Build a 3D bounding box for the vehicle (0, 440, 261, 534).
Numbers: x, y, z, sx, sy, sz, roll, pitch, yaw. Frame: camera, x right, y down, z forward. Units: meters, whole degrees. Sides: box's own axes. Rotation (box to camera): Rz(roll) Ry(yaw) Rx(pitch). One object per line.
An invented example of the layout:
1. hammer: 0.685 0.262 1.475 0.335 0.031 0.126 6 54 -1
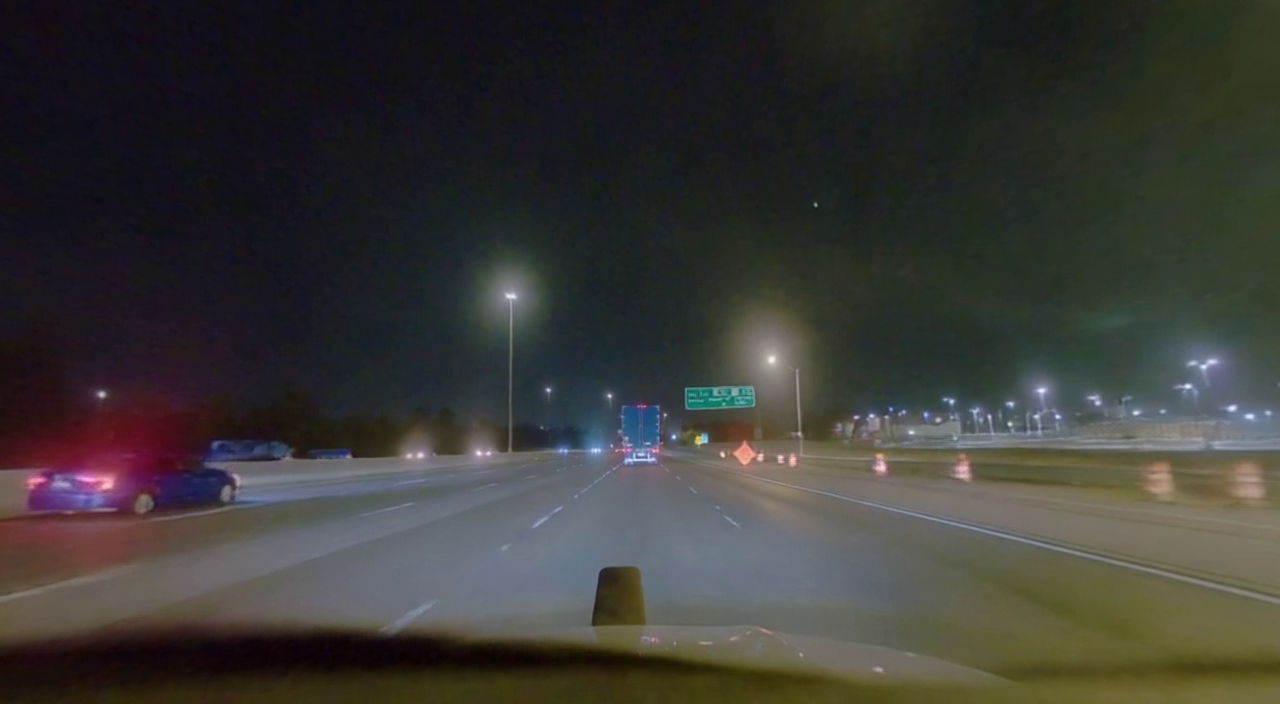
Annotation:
1. vehicle: -10.401 2.622 12.966 2.096 1.538 4.998 0 -9 0
